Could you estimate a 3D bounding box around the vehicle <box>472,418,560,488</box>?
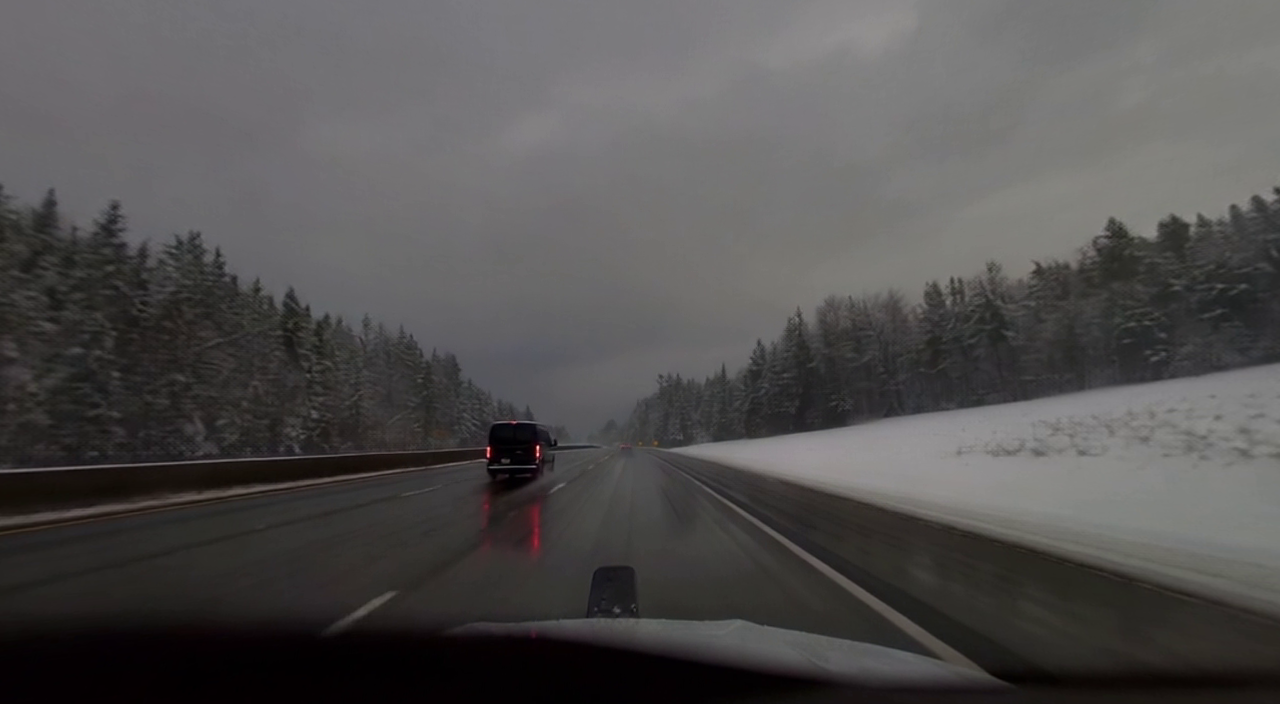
[{"bbox_3d":[-3.946,3.307,20.872,1.976,2.029,4.737,-1,-8,0],"label":"vehicle"}]
